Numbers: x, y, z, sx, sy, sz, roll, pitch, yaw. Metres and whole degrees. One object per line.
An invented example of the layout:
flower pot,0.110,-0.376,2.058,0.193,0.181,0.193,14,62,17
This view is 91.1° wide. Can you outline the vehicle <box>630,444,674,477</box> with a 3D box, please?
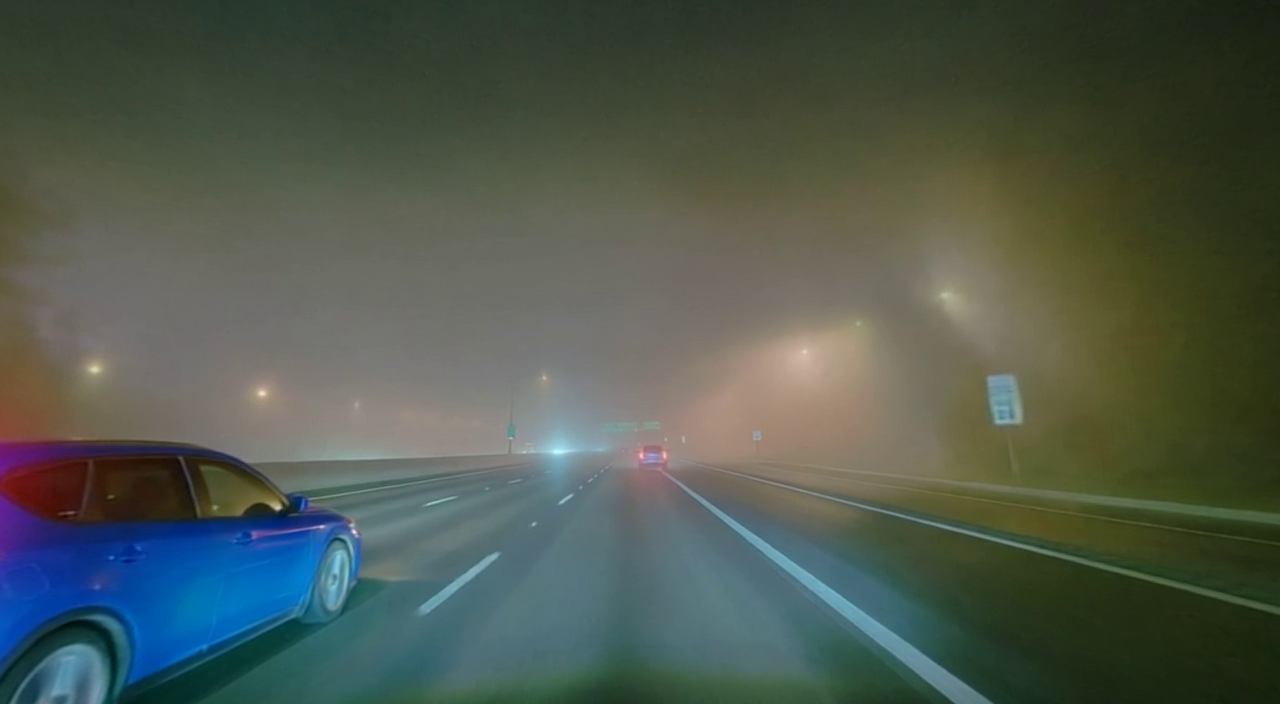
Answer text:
vehicle,0.571,5.391,31.311,2.055,1.501,4.321,0,-9,1
